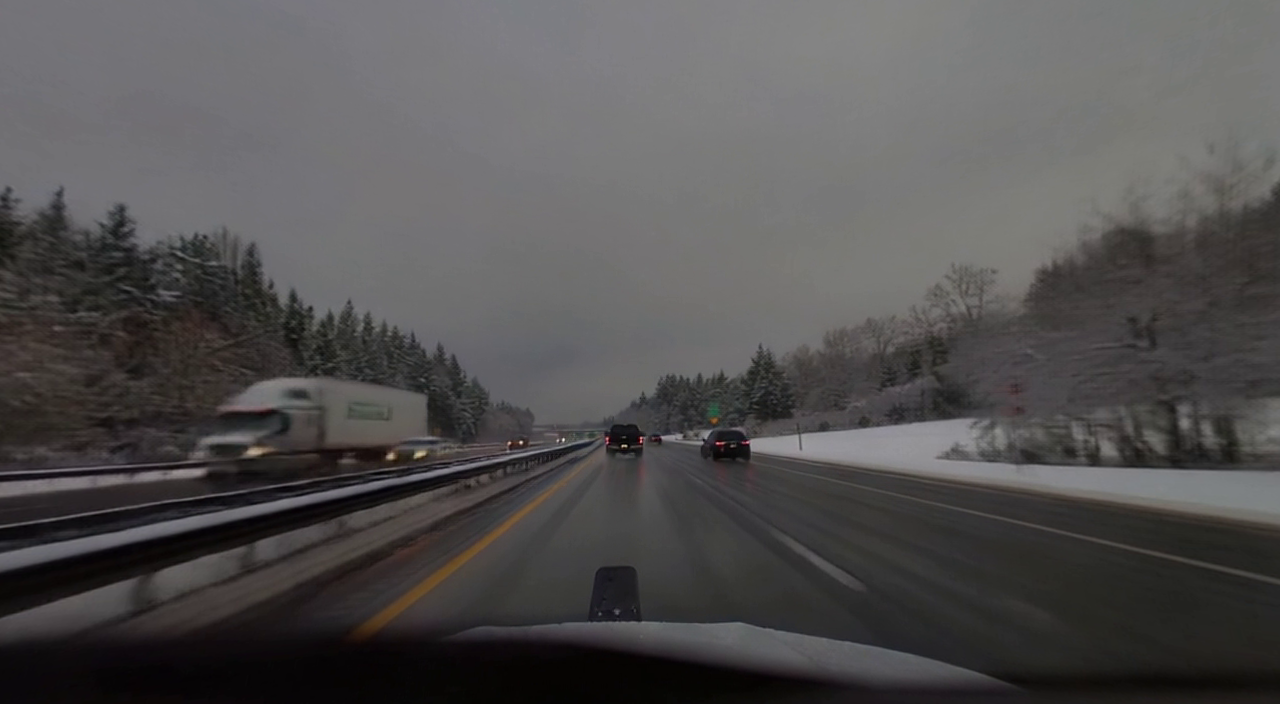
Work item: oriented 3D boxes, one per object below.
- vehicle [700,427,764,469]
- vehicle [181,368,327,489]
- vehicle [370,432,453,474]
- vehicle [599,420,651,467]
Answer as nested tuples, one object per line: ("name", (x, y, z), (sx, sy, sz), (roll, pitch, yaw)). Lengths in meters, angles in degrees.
("vehicle", (3.775, 4.014, 26.569), (1.981, 1.606, 3.956), (0, -8, -2))
("vehicle", (-13.724, 2.774, 22.755), (2.990, 4.029, 3.259), (0, -8, -1))
("vehicle", (-9.476, 4.187, 26.506), (1.953, 1.598, 4.409), (0, -8, -2))
("vehicle", (-0.721, 4.341, 30.164), (2.270, 2.044, 4.633), (0, -8, -2))
